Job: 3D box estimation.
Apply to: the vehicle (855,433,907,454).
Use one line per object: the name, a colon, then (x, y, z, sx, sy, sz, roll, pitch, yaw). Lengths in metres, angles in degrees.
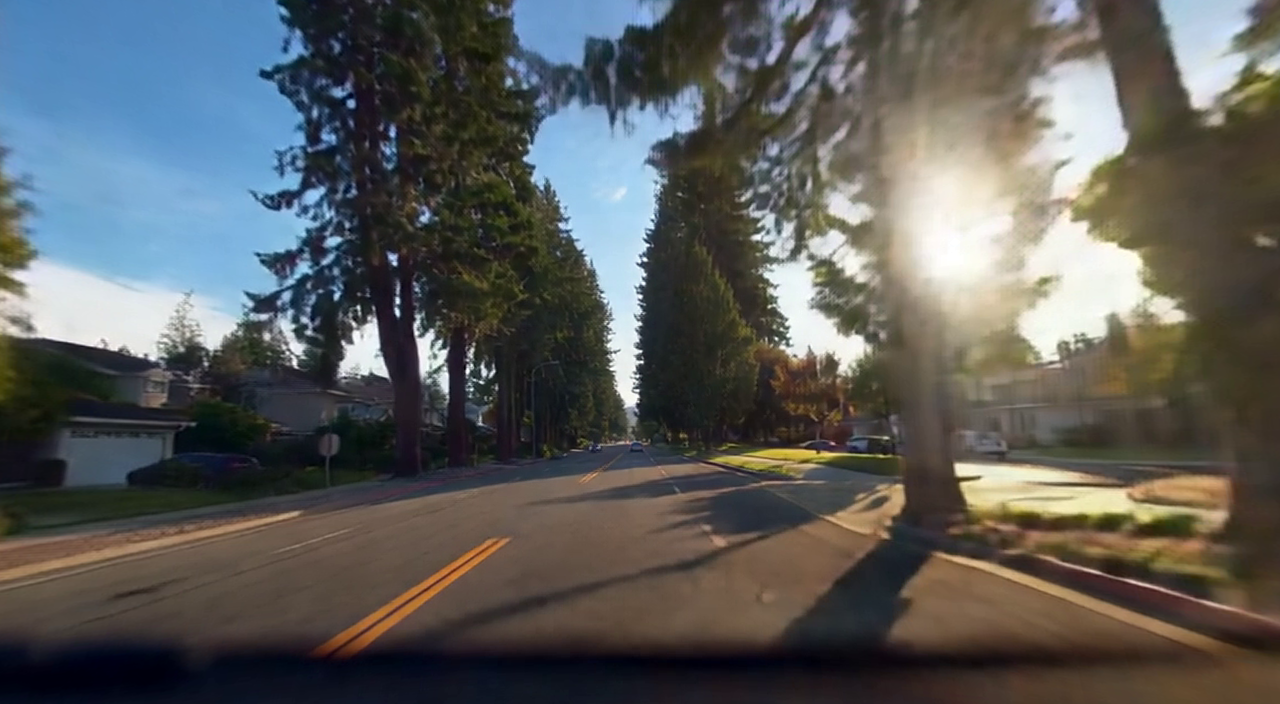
vehicle: (17.780, 6.784, 46.883, 1.813, 1.464, 4.925, 0, -9, -2)

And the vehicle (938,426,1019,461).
vehicle: (18.224, 4.977, 34.288, 1.936, 1.722, 4.562, 0, -9, 1)
